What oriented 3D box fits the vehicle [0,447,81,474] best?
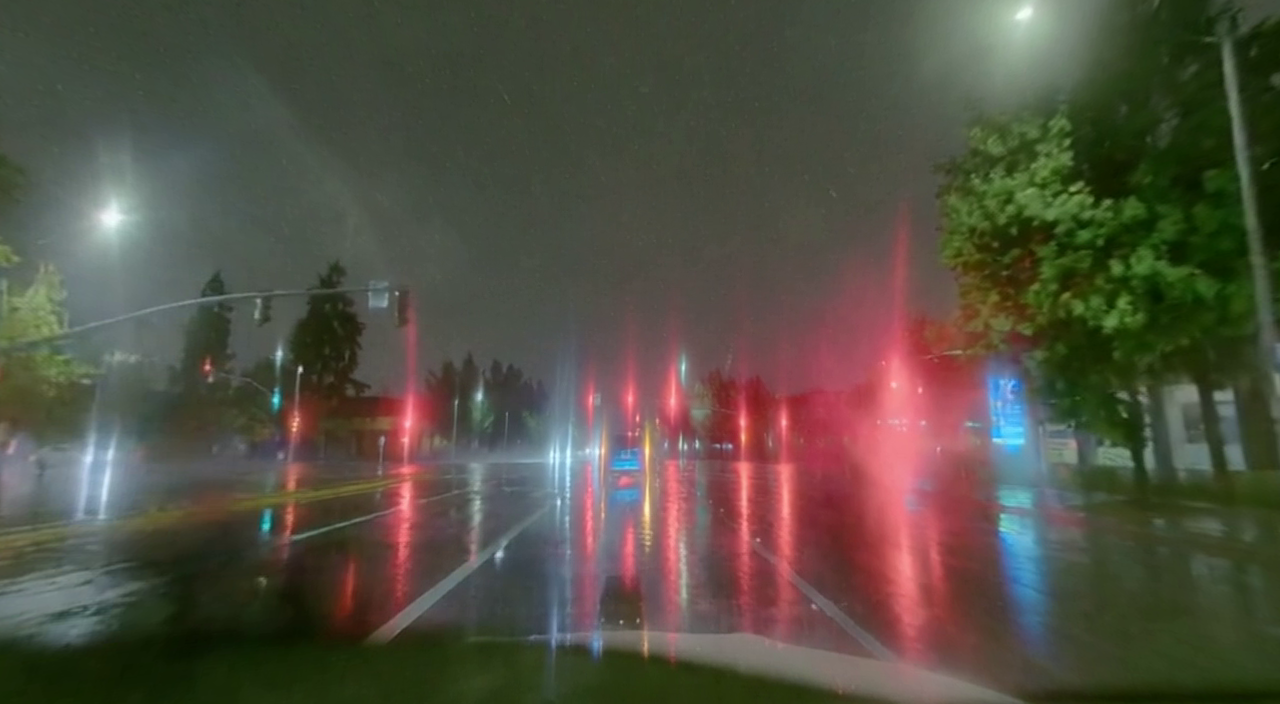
[{"bbox_3d":[-36.939,6.472,37.776,4.891,1.591,2.067,0,-9,-2],"label":"vehicle"}]

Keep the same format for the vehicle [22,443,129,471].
[{"bbox_3d":[-36.476,6.805,40.926,4.912,1.731,2.022,0,-9,-1],"label":"vehicle"}]

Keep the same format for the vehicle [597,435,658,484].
[{"bbox_3d":[-0.452,3.934,23.287,2.066,1.618,3.922,0,-9,-1],"label":"vehicle"}]
